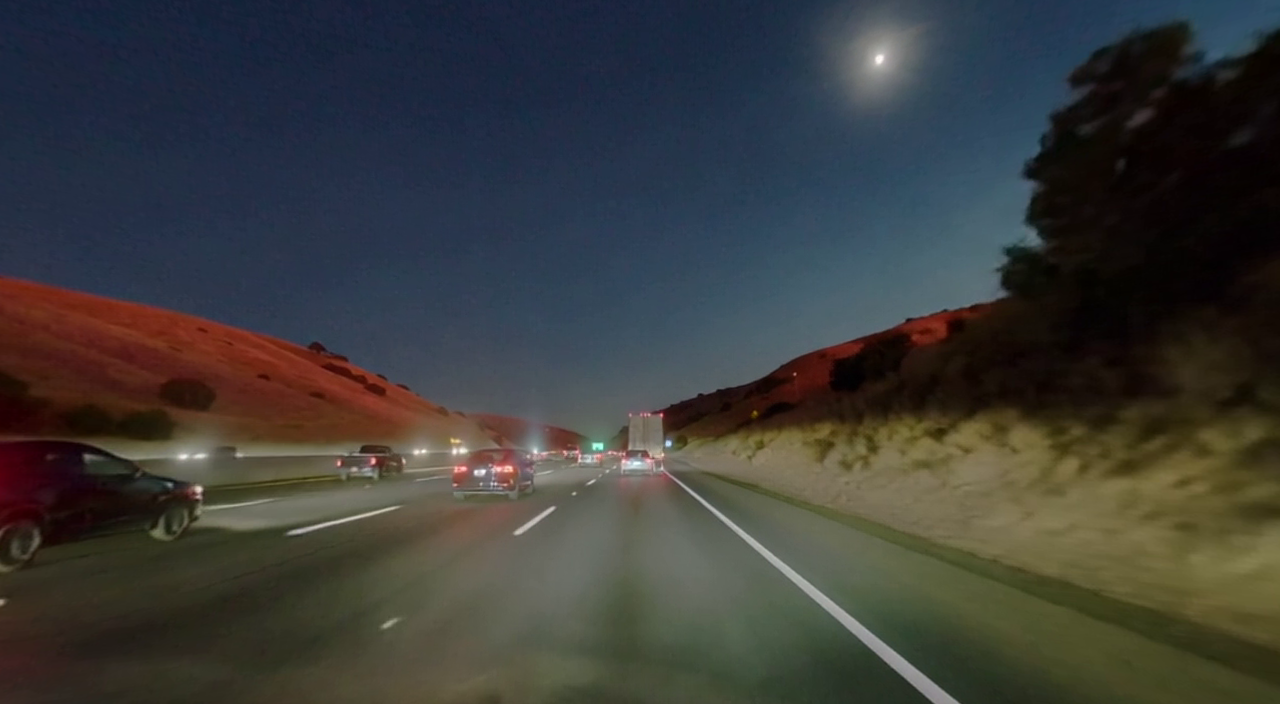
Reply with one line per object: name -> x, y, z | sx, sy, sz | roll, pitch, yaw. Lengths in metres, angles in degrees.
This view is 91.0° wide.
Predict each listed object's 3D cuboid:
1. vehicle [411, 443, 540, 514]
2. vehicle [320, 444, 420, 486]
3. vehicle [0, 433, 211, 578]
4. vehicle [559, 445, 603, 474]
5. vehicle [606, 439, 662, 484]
vehicle -> -3.884, 3.061, 15.811 | 1.943, 1.468, 4.547 | 1, -9, 1
vehicle -> -10.708, 4.489, 25.402 | 1.950, 1.507, 4.527 | 1, -9, 1
vehicle -> -7.713, 1.752, 7.586 | 2.029, 1.507, 4.204 | 1, -9, 1
vehicle -> -3.540, 6.587, 38.843 | 2.155, 1.661, 4.477 | 0, -9, 1
vehicle -> -0.245, 4.814, 27.958 | 2.281, 1.795, 4.297 | 1, -9, 0
